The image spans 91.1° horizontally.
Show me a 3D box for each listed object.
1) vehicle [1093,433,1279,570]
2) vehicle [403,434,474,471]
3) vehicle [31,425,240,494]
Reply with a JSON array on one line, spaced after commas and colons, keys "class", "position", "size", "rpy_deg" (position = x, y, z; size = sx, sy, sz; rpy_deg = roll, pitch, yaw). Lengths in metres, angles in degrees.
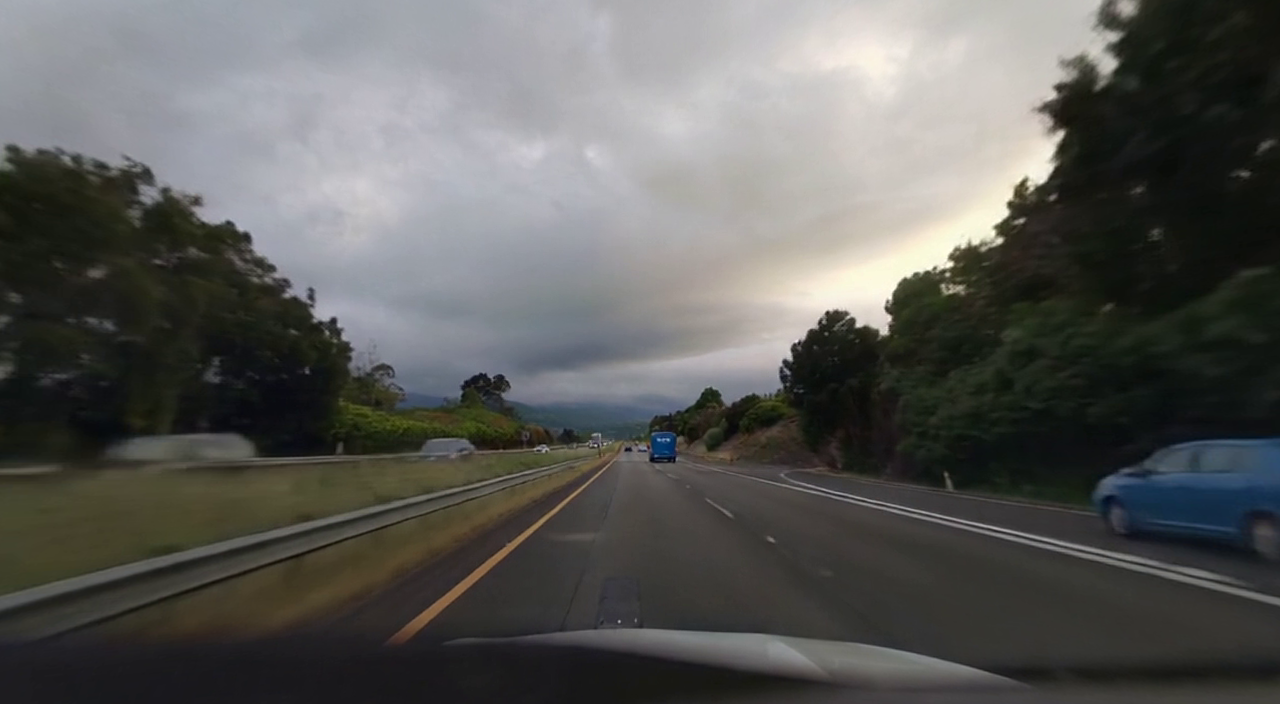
[{"class": "vehicle", "position": [7.904, 1.745, 7.597], "size": [1.942, 1.462, 3.926], "rpy_deg": [0, -9, 1]}, {"class": "vehicle", "position": [-8.727, 4.412, 27.557], "size": [1.835, 1.514, 3.837], "rpy_deg": [0, -9, 0]}, {"class": "vehicle", "position": [-12.685, 2.759, 16.245], "size": [1.965, 1.531, 4.110], "rpy_deg": [0, -9, 0]}]
